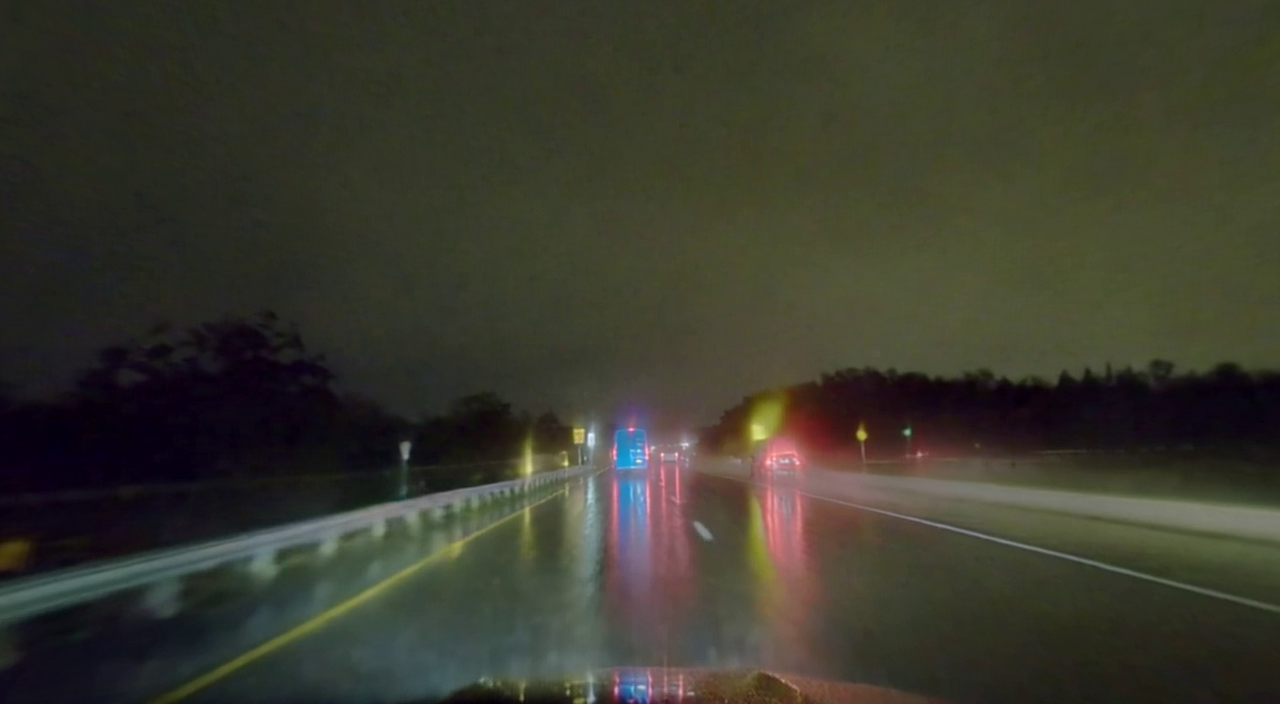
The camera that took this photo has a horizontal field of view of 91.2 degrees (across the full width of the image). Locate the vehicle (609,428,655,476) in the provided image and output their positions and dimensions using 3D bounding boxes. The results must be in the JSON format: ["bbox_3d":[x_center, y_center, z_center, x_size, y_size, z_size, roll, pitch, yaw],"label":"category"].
[{"bbox_3d":[-0.473,5.986,37.568,2.560,2.598,5.581,0,-9,-1],"label":"vehicle"}]
